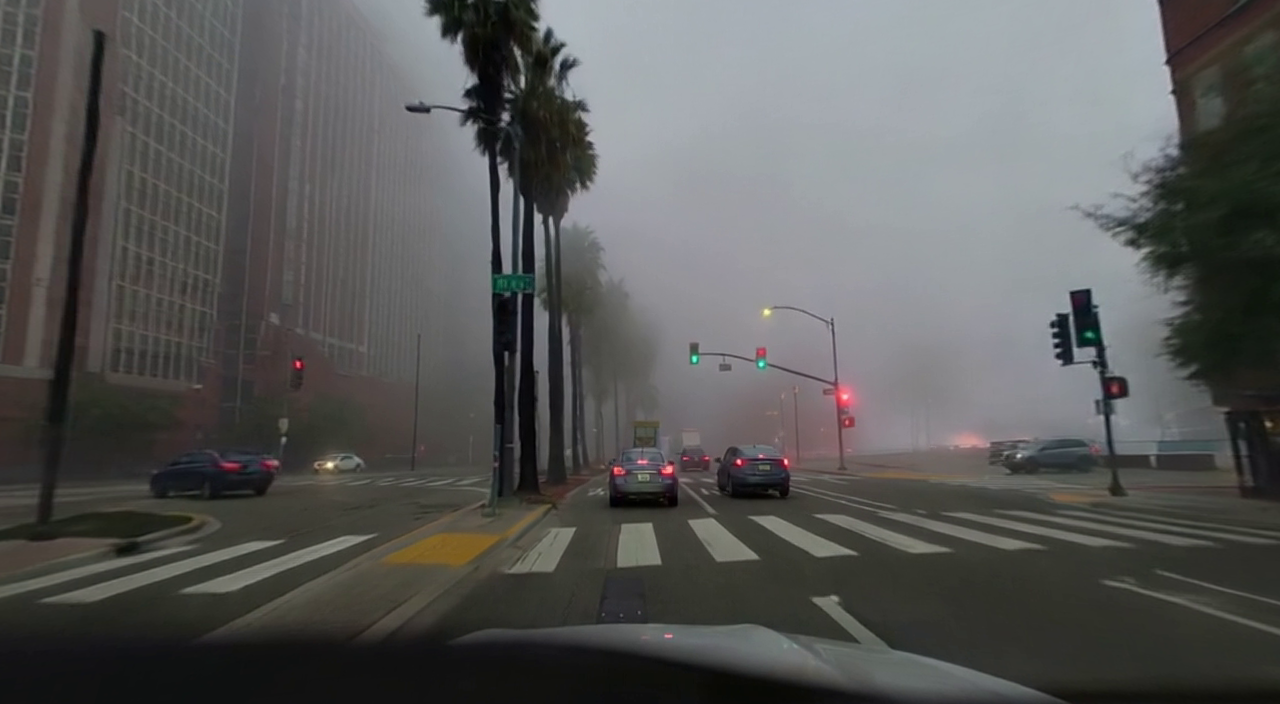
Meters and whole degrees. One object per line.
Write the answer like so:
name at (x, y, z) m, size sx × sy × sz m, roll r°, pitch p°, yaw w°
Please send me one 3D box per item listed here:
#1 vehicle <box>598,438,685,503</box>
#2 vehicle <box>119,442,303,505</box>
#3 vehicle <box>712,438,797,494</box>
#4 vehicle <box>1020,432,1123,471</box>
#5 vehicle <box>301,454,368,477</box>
vehicle at (0.055, 3.054, 16.684) m, size 2.048 × 1.503 × 3.681 m, roll 0°, pitch -9°, yaw 1°
vehicle at (-11.602, 3.218, 17.085) m, size 4.435 × 1.501 × 1.977 m, roll -4°, pitch -9°, yaw 24°
vehicle at (3.348, 3.413, 19.232) m, size 1.909 × 1.500 × 3.524 m, roll 0°, pitch -9°, yaw 0°
vehicle at (20.337, 4.727, 30.089) m, size 1.959 × 1.674 × 4.706 m, roll -1°, pitch -9°, yaw 6°
vehicle at (-22.302, 8.281, 46.321) m, size 1.809 × 1.472 × 4.601 m, roll -2°, pitch -9°, yaw 13°
